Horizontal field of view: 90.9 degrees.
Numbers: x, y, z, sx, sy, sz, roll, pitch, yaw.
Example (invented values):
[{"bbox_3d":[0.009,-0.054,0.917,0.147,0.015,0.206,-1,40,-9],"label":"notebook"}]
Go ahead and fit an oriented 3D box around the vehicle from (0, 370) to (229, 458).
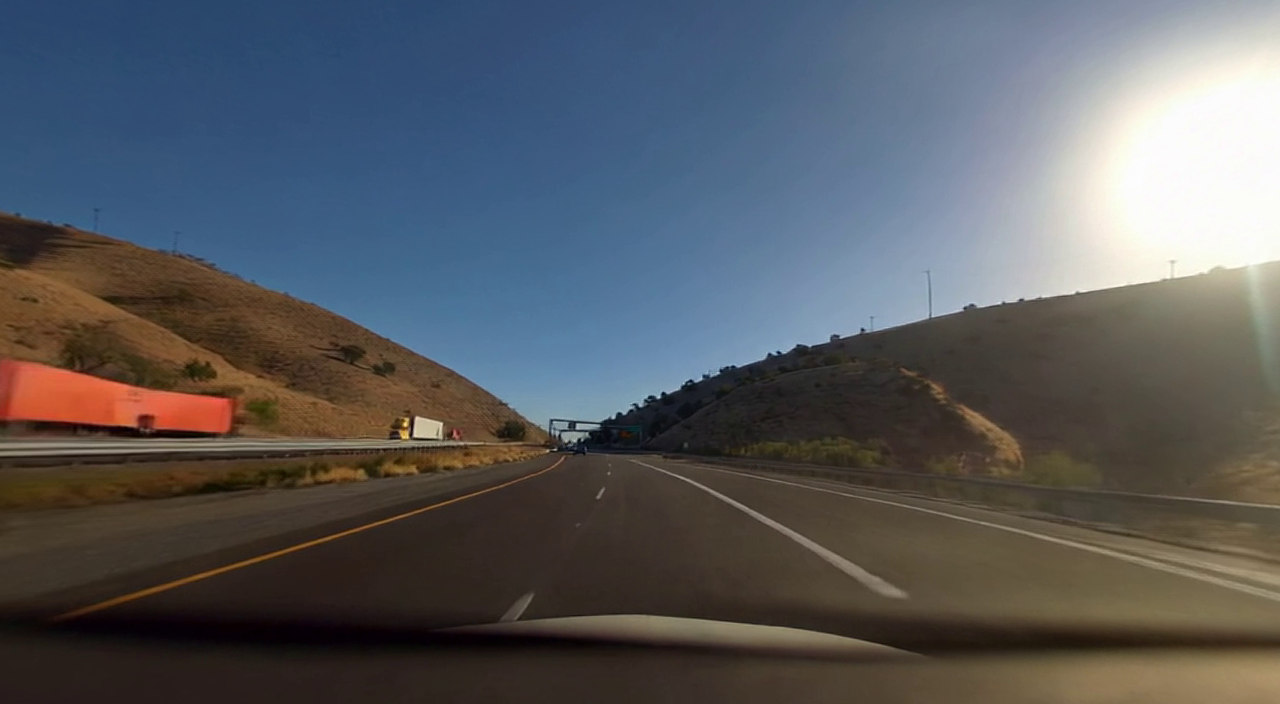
[{"bbox_3d":[-27.912,3.678,33.348,2.819,3.536,15.839,1,-9,-4],"label":"vehicle"}]
